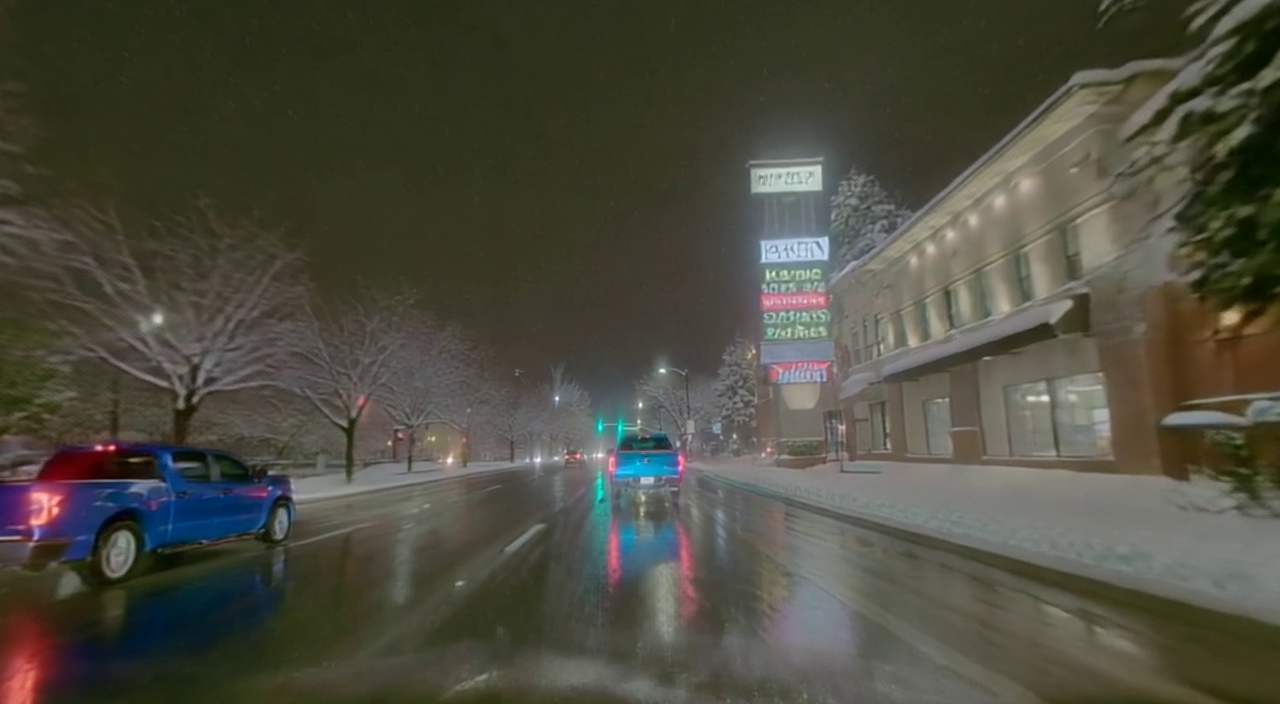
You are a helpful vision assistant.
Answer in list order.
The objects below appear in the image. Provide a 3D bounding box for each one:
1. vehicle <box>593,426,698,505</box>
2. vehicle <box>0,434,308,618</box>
[{"bbox_3d":[0.039,3.282,18.626,2.590,1.932,5.776,1,-9,-2],"label":"vehicle"},{"bbox_3d":[-5.959,1.718,7.229,1.888,1.424,4.553,0,-9,-1],"label":"vehicle"}]
